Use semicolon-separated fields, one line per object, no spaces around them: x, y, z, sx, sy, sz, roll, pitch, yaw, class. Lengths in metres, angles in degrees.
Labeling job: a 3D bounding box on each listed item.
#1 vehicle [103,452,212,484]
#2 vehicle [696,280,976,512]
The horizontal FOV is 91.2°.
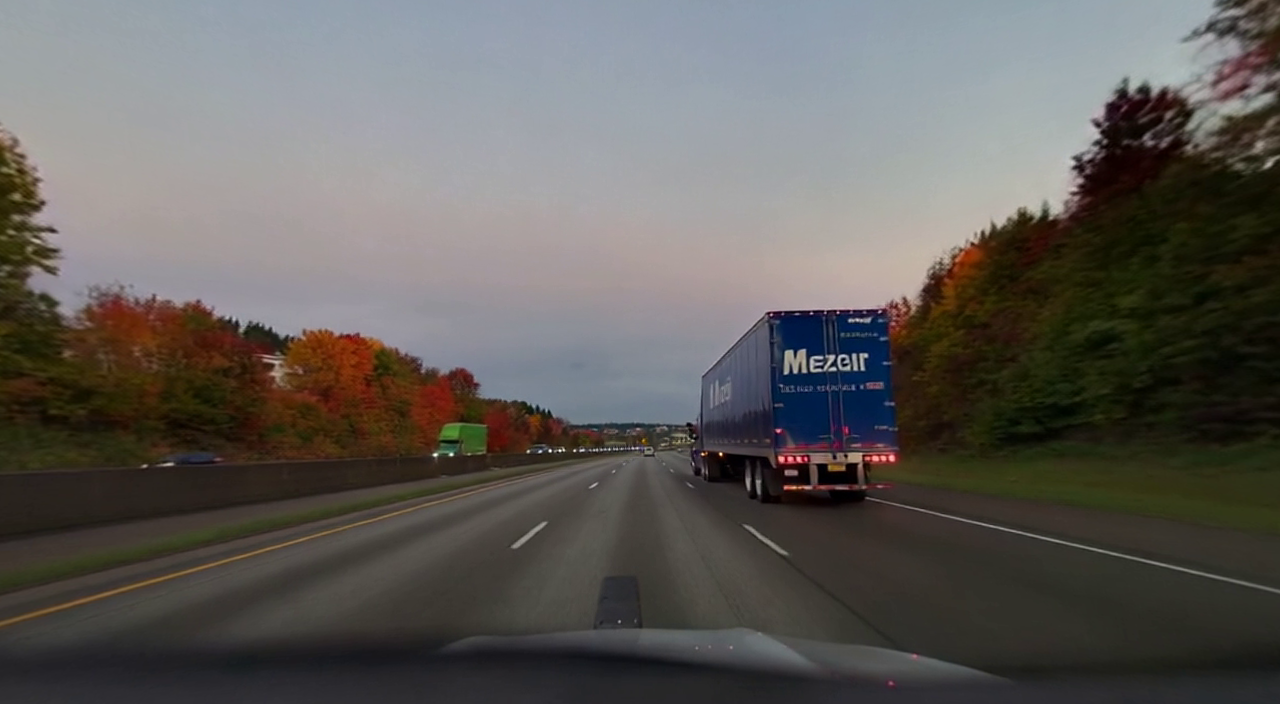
-25.616;6.132;33.517;1.861;1.498;4.579;-3;-9;7;vehicle
3.954;1.957;18.815;3.003;3.880;16.814;0;-9;0;vehicle
